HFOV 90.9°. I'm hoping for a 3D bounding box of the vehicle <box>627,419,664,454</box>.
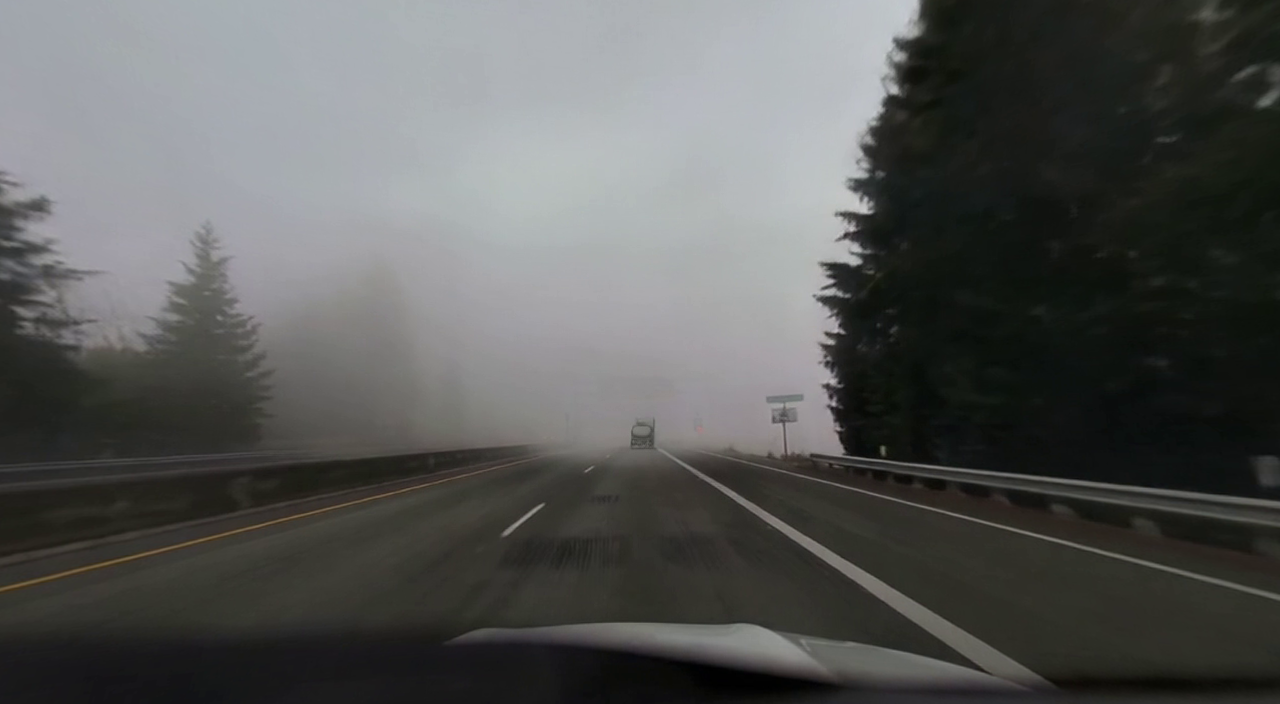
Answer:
[{"bbox_3d":[0.322,5.916,44.215,2.450,2.314,4.753,0,-8,0],"label":"vehicle"}]
